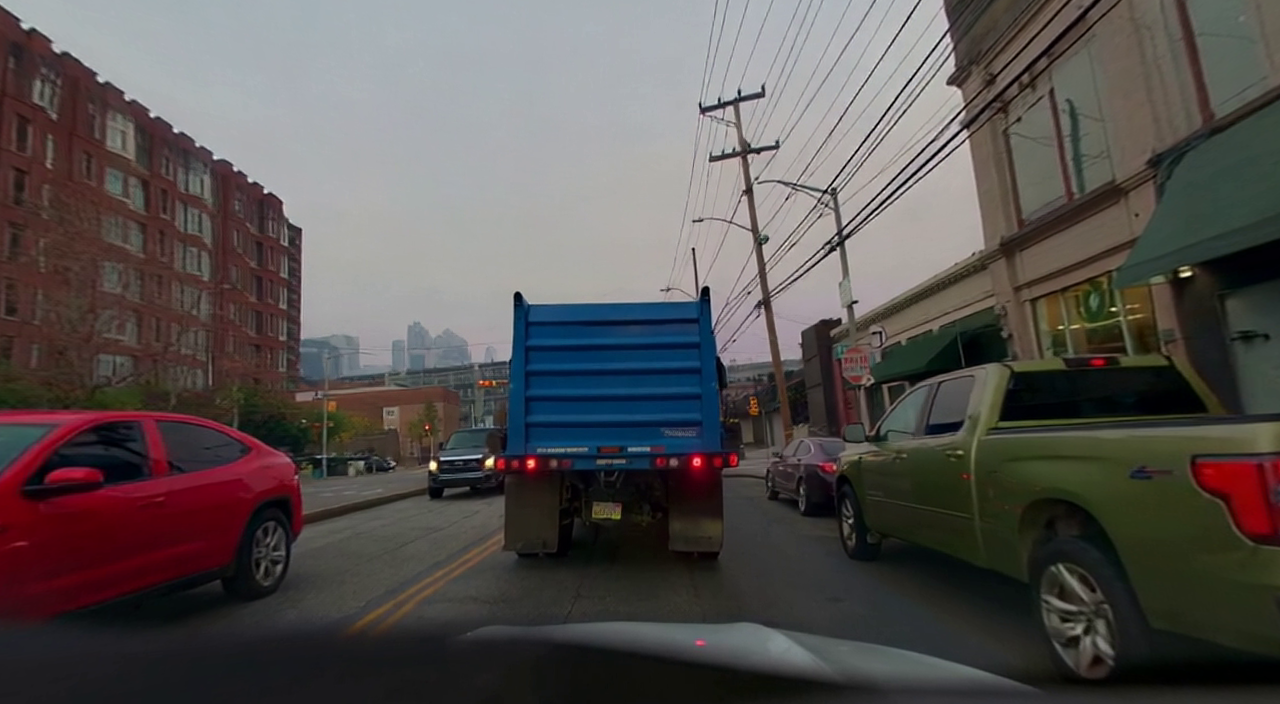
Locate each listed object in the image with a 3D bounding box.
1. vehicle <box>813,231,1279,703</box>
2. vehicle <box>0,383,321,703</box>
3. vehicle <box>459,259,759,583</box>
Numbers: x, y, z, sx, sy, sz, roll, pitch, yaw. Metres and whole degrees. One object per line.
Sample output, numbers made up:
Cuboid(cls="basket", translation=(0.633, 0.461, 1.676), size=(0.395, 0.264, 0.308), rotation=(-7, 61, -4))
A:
Cuboid(cls="vehicle", translation=(3.239, 0.966, 4.911), size=(2.242, 1.979, 5.722), rotation=(0, -8, 1))
Cuboid(cls="vehicle", translation=(-4.122, 1.101, 3.820), size=(1.988, 1.657, 4.492), rotation=(0, -8, 1))
Cuboid(cls="vehicle", translation=(-0.258, 1.231, 10.367), size=(2.878, 3.204, 8.244), rotation=(0, -8, 1))
